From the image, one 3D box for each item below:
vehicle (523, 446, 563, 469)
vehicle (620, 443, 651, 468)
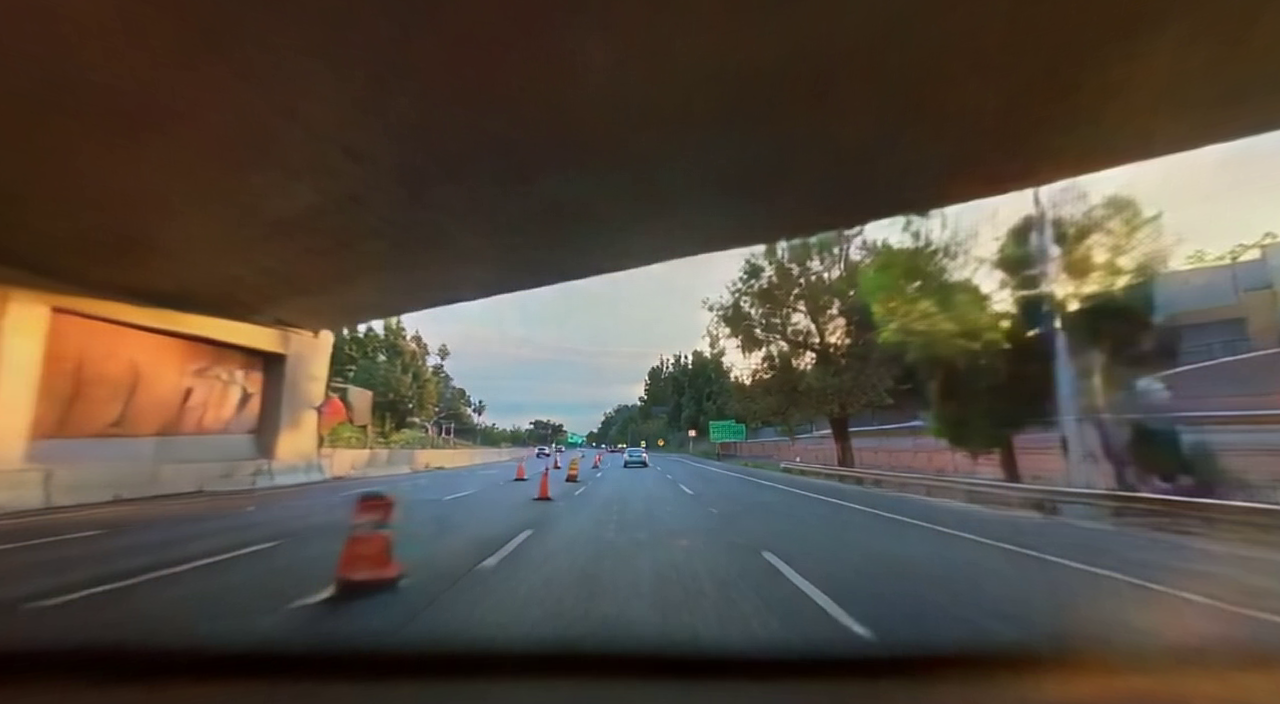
[{"bbox_3d":[-6.506,7.120,42.834,1.997,1.507,4.248,0,-9,0],"label":"vehicle"},{"bbox_3d":[-0.323,7.264,44.440,2.109,1.638,3.856,0,-9,-1],"label":"vehicle"}]
